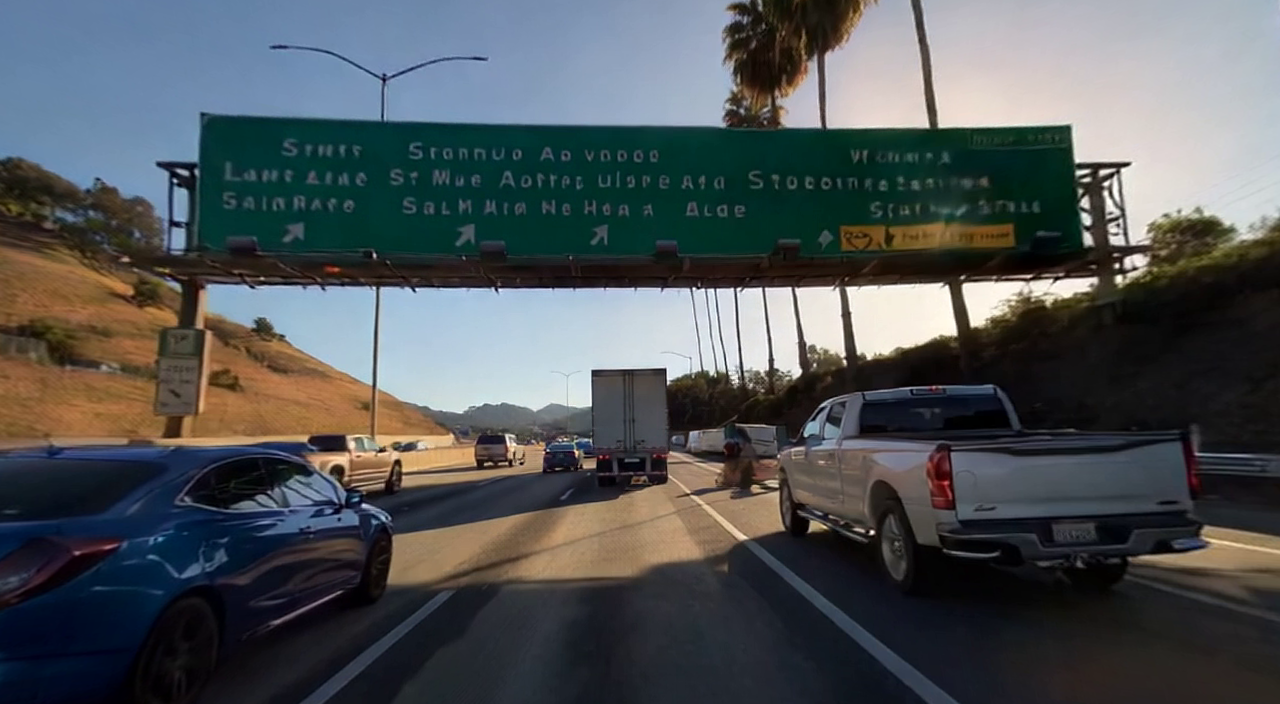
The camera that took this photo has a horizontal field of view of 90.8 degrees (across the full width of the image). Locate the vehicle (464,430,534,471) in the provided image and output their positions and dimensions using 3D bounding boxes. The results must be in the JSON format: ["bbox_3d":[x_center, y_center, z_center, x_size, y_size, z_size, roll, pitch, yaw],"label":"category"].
[{"bbox_3d":[-7.155,5.099,32.778,2.344,1.954,5.579,0,-9,0],"label":"vehicle"}]

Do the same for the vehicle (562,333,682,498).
[{"bbox_3d":[-0.403,2.328,20.822,2.906,4.040,10.743,0,-9,0],"label":"vehicle"}]

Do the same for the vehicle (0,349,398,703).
[{"bbox_3d":[-3.220,1.073,3.823,1.885,1.654,4.103,0,-9,0],"label":"vehicle"}]

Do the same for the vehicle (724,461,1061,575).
[{"bbox_3d":[2.994,2.197,9.350,2.635,1.036,5.568,0,-9,-1],"label":"vehicle"}]
